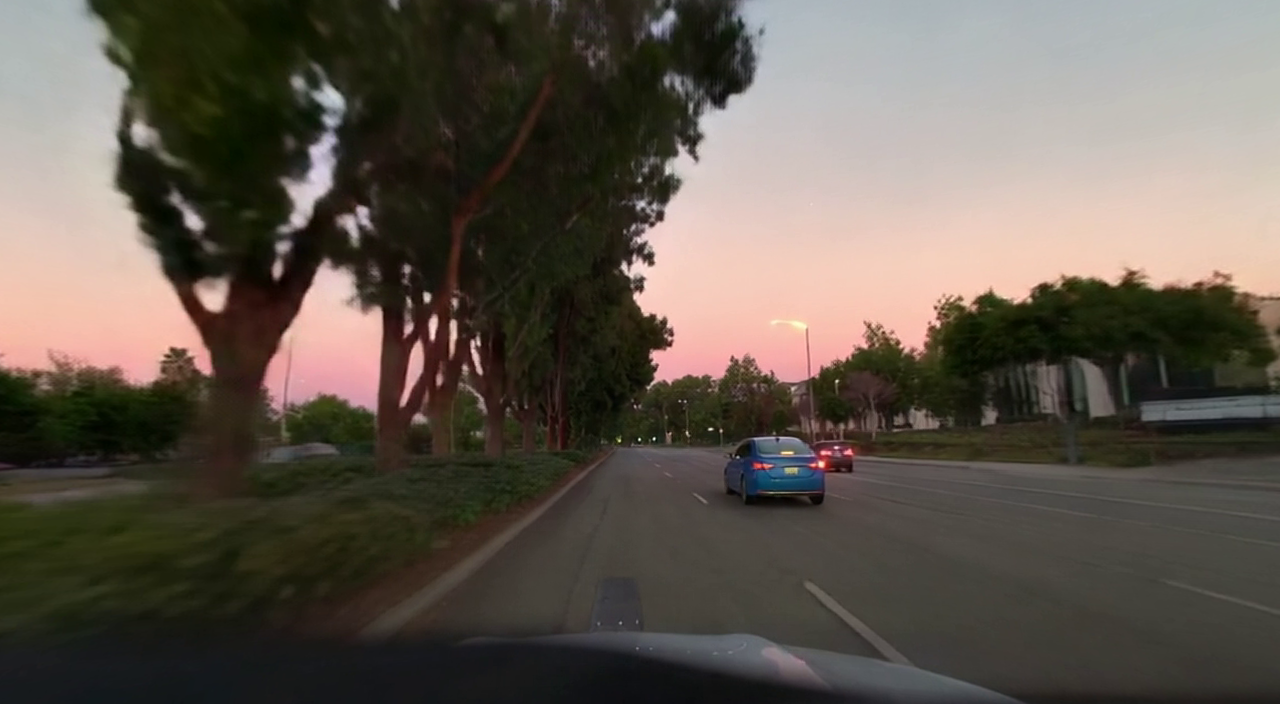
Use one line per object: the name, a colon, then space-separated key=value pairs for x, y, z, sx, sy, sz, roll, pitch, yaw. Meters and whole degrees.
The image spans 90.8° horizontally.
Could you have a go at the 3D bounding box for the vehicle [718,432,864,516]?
vehicle: x=2.961 y=2.489 z=13.464 sx=1.950 sy=1.473 sz=4.259 roll=0 pitch=-8 yaw=-2

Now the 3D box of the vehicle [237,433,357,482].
vehicle: x=-15.098 y=4.660 z=28.324 sx=2.234 sy=1.957 sz=5.941 roll=0 pitch=-8 yaw=-2
